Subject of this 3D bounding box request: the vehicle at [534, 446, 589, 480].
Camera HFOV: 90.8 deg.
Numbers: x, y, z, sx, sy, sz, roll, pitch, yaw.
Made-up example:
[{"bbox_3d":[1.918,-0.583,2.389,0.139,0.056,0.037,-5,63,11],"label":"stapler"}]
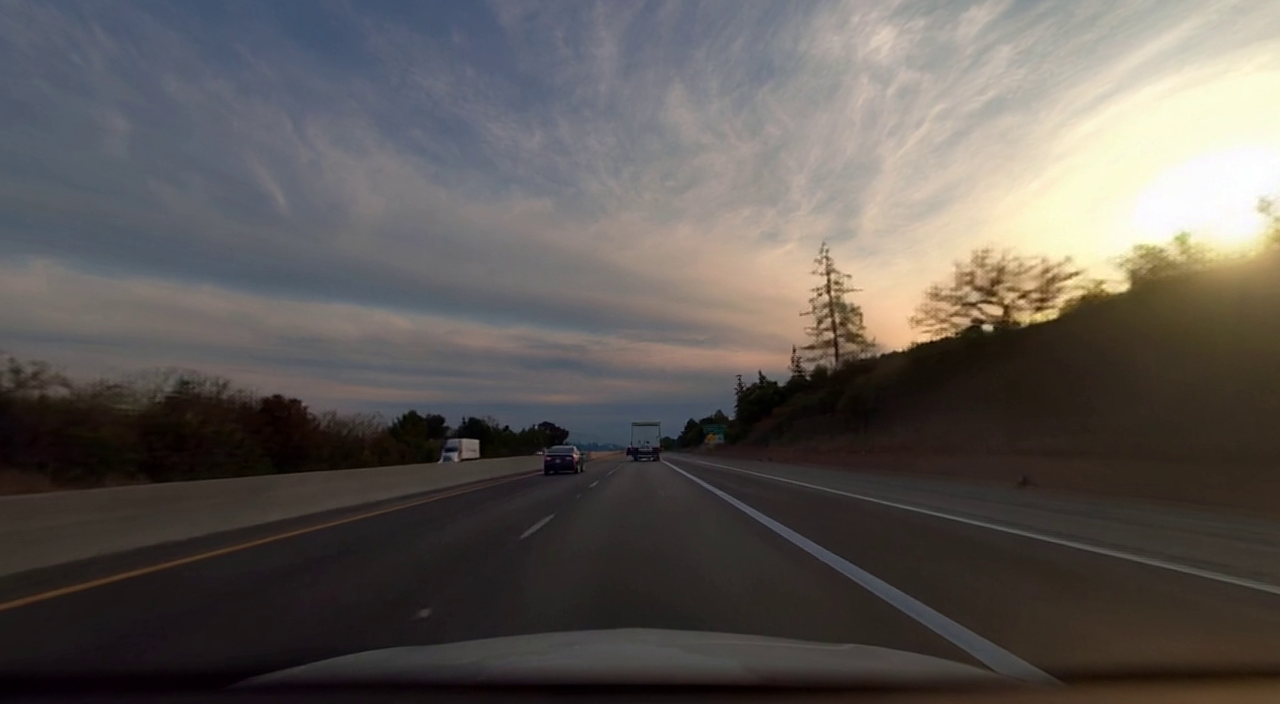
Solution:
[{"bbox_3d":[-3.512,5.040,28.867,1.955,1.438,4.100,-1,-9,1],"label":"vehicle"}]
